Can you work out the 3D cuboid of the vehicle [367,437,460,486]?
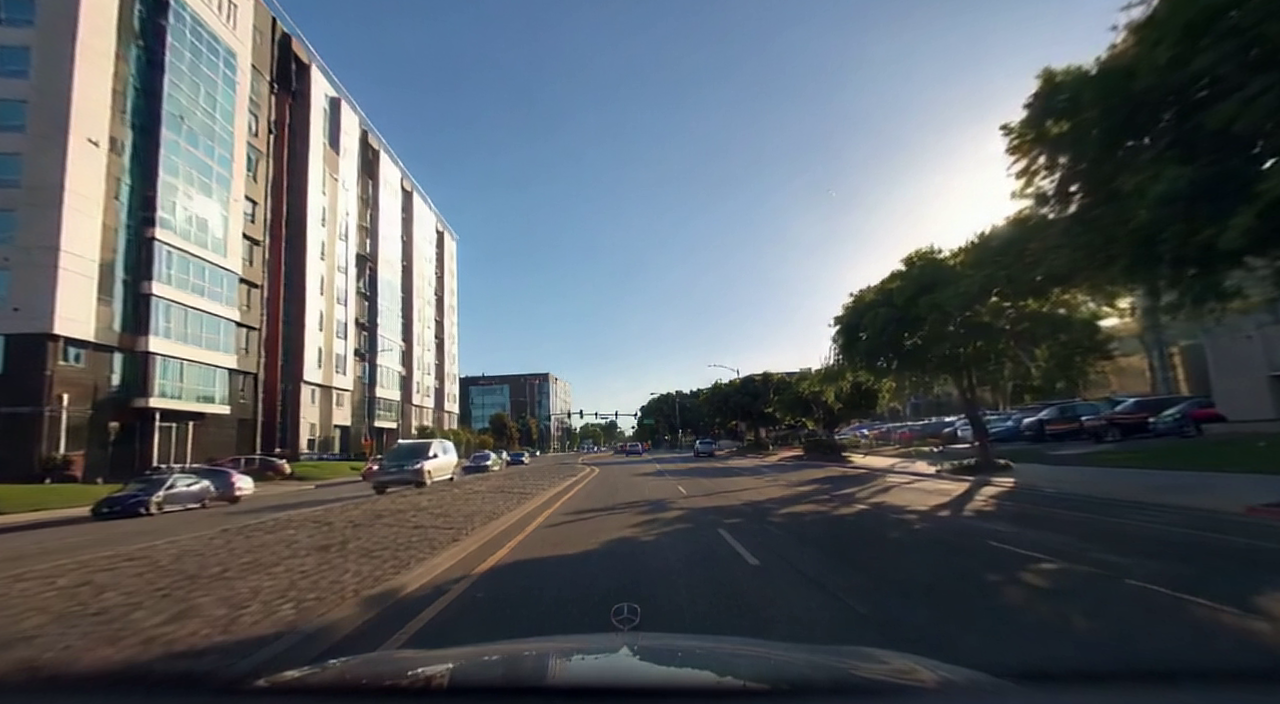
[{"bbox_3d":[-9.060,4.393,25.724,2.002,1.780,4.687,0,-9,0],"label":"vehicle"}]

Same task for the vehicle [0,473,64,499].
[{"bbox_3d":[-40.922,8.804,41.558,4.022,1.586,1.961,-1,-10,1],"label":"vehicle"}]

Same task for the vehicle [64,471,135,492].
[{"bbox_3d":[-41.082,9.827,48.072,3.697,1.504,1.731,0,-8,-1],"label":"vehicle"}]

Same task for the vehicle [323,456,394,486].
[{"bbox_3d":[-15.453,6.515,34.942,1.879,1.496,4.431,0,-9,-1],"label":"vehicle"}]

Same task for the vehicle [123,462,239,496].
[{"bbox_3d":[-24.110,6.656,33.301,4.530,1.678,1.969,0,-9,2],"label":"vehicle"}]
